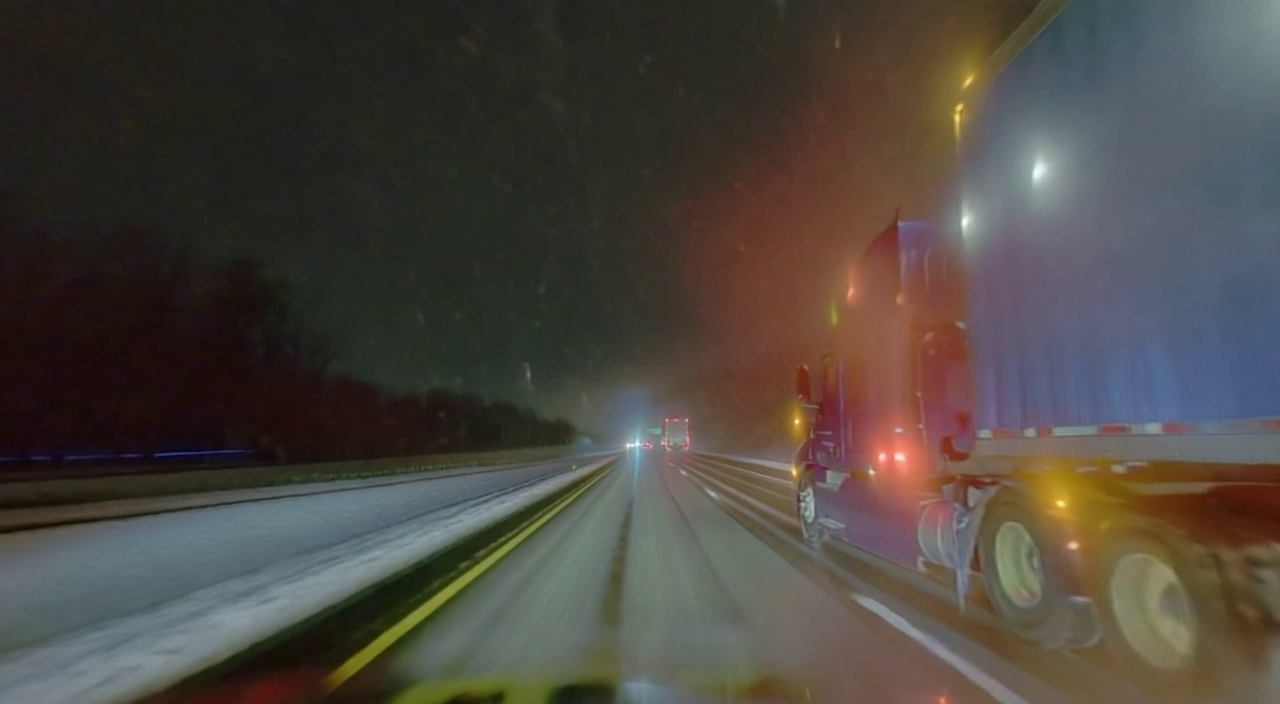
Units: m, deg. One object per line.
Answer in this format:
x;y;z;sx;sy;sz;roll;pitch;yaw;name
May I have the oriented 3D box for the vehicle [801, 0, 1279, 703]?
4.063;0.026;4.888;3.080;4.016;9.760;0;-9;1;vehicle
